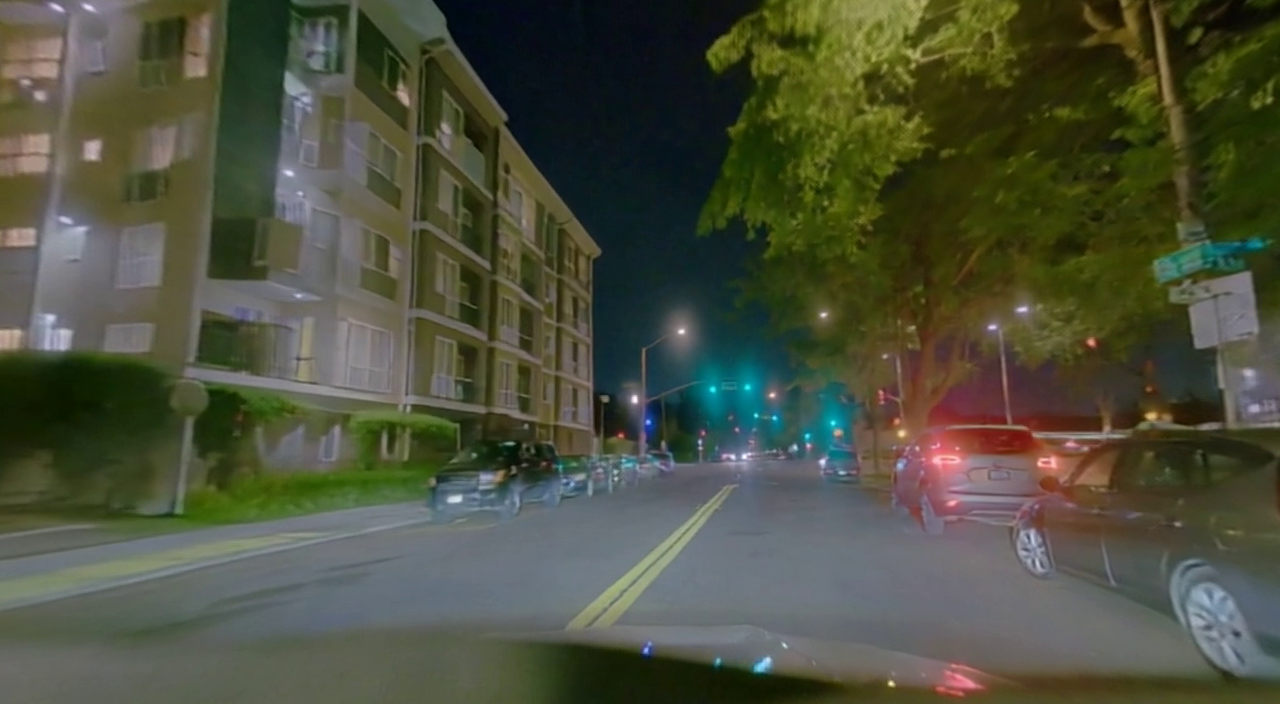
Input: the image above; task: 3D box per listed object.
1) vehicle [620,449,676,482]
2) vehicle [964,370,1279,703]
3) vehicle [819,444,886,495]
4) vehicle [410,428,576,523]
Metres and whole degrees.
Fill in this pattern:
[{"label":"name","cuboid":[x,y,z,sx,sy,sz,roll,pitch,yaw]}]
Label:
[{"label":"vehicle","cuboid":[0.465,5.543,31.206,1.934,1.484,4.630,-2,-9,11]},{"label":"vehicle","cuboid":[4.244,1.203,4.569,2.153,1.685,4.586,-2,-9,12]},{"label":"vehicle","cuboid":[8.575,4.702,25.897,2.034,1.689,4.978,-2,-6,12]},{"label":"vehicle","cuboid":[-3.147,2.759,14.756,1.993,1.817,4.619,-2,-9,11]}]
